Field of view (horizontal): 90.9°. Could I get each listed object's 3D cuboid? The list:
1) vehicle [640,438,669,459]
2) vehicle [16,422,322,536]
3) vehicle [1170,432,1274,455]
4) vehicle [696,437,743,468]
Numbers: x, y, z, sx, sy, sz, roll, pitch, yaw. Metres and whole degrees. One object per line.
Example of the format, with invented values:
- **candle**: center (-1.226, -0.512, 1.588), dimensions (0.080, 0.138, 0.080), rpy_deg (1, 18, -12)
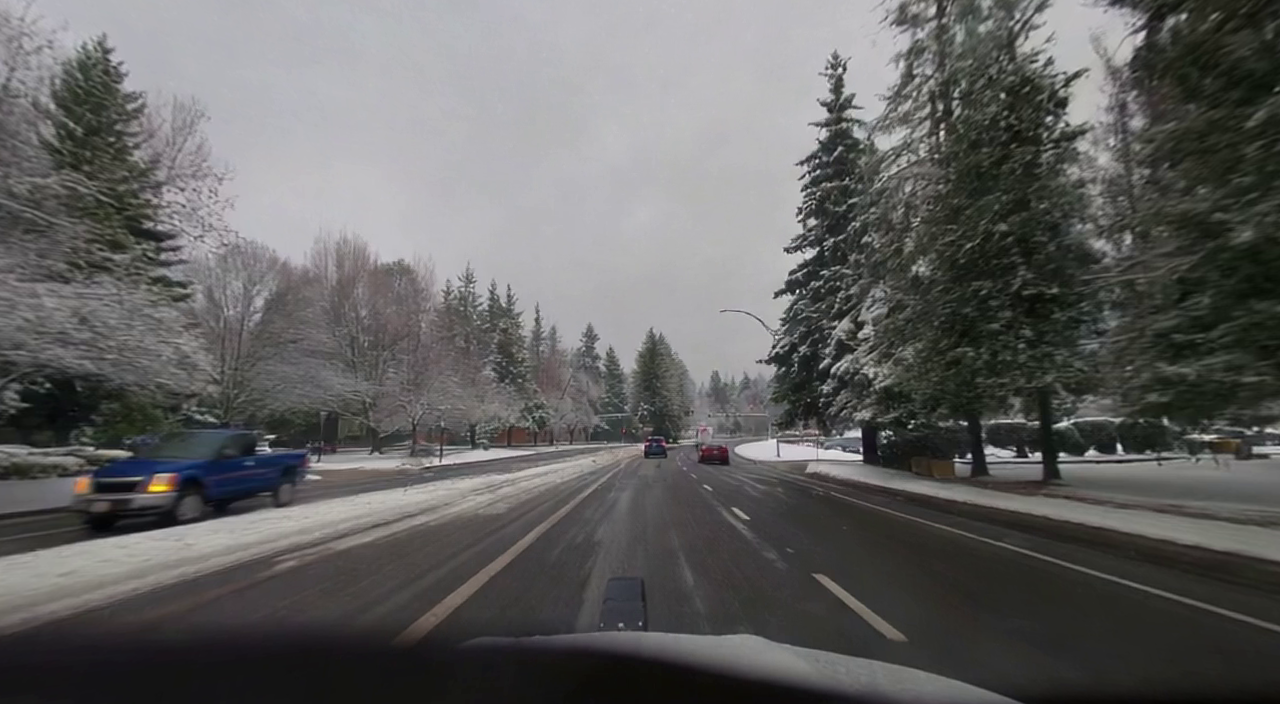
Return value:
- **vehicle**: center (1.166, 7.283, 47.718), dimensions (2.066, 1.482, 4.273), rpy_deg (-1, -8, 3)
- **vehicle**: center (-8.569, 2.334, 12.227), dimensions (2.361, 1.766, 4.491), rpy_deg (0, -8, 2)
- **vehicle**: center (38.263, 6.016, 41.538), dimensions (4.656, 1.454, 2.190), rpy_deg (0, -8, 0)
- **vehicle**: center (4.207, 5.385, 33.948), dimensions (1.989, 1.497, 4.436), rpy_deg (0, -8, 0)
